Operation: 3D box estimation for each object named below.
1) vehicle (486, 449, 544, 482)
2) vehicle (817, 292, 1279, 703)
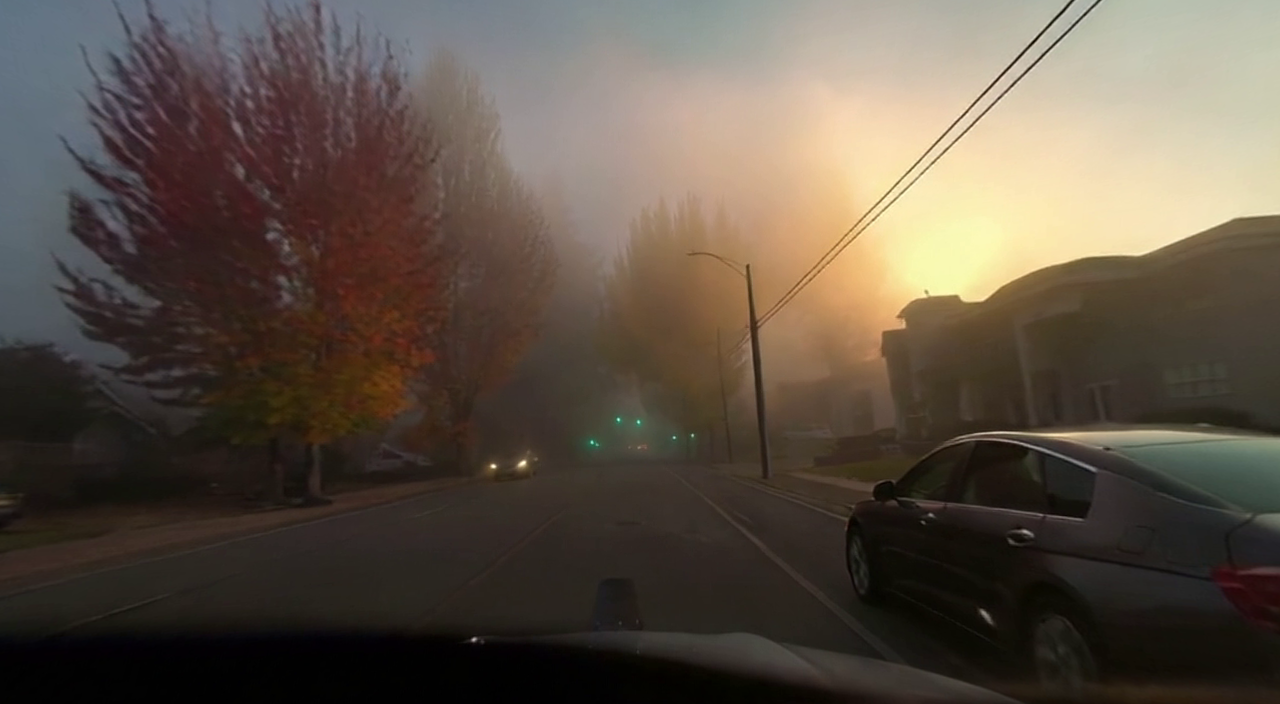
[{"bbox_3d":[-6.305,5.756,32.374,2.031,1.521,4.538,-1,-9,1],"label":"vehicle"},{"bbox_3d":[2.980,1.046,4.024,2.224,1.791,4.834,0,-9,-1],"label":"vehicle"}]
